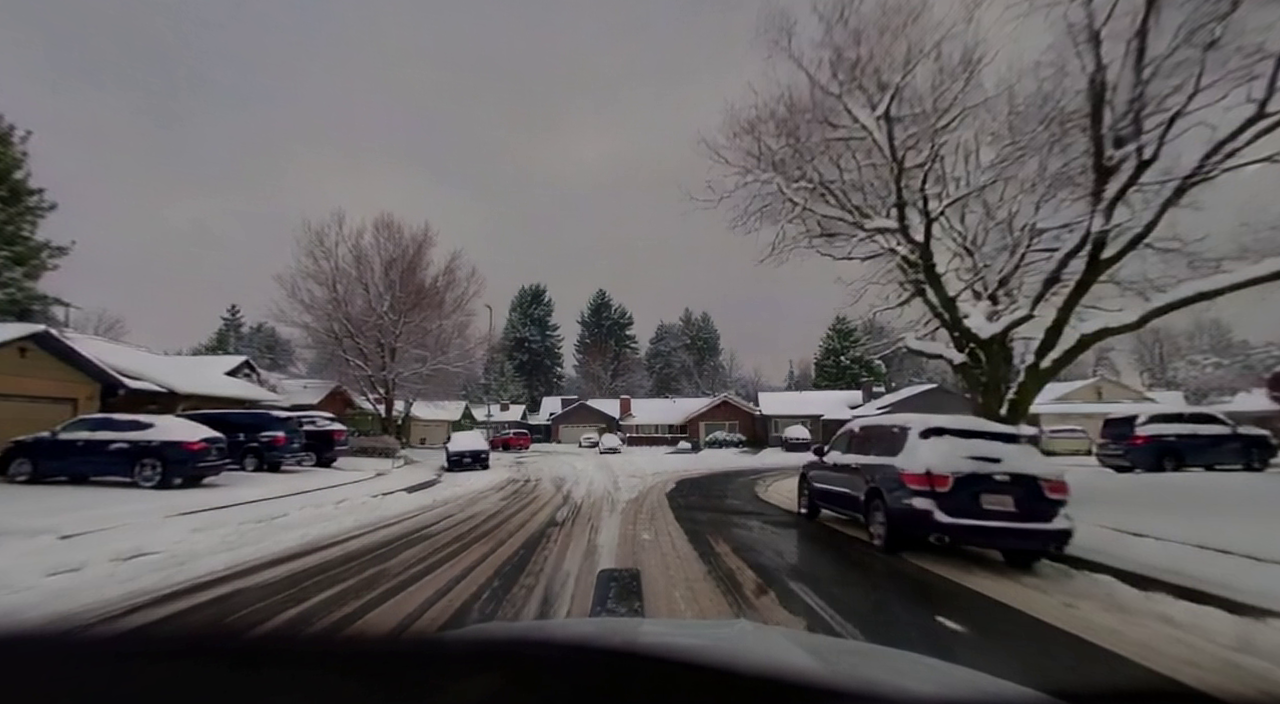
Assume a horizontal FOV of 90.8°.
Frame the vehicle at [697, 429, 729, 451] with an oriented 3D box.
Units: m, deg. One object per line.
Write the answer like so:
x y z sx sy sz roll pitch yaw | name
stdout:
5.162 6.316 45.314 1.833 1.540 3.532 0 -8 -1 | vehicle

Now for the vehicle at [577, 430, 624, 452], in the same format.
-2.972 6.608 46.890 1.932 1.518 4.343 4 -9 -26 | vehicle

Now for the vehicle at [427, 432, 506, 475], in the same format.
-6.794 3.843 24.361 2.236 1.459 4.832 3 -9 -23 | vehicle

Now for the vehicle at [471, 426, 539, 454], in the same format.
-9.558 6.204 44.543 2.305 1.824 5.096 7 -11 -43 | vehicle

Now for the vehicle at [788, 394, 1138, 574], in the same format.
3.928 1.701 9.137 2.235 1.829 5.194 0 -8 -1 | vehicle

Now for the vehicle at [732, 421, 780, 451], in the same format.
8.167 6.001 45.055 2.455 2.018 5.271 0 -8 0 | vehicle

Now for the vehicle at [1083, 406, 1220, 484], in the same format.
12.444 2.286 15.705 1.946 1.633 4.420 -5 -9 31 | vehicle

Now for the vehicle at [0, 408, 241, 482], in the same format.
-11.778 2.083 14.185 4.221 1.508 2.032 0 -8 0 | vehicle
